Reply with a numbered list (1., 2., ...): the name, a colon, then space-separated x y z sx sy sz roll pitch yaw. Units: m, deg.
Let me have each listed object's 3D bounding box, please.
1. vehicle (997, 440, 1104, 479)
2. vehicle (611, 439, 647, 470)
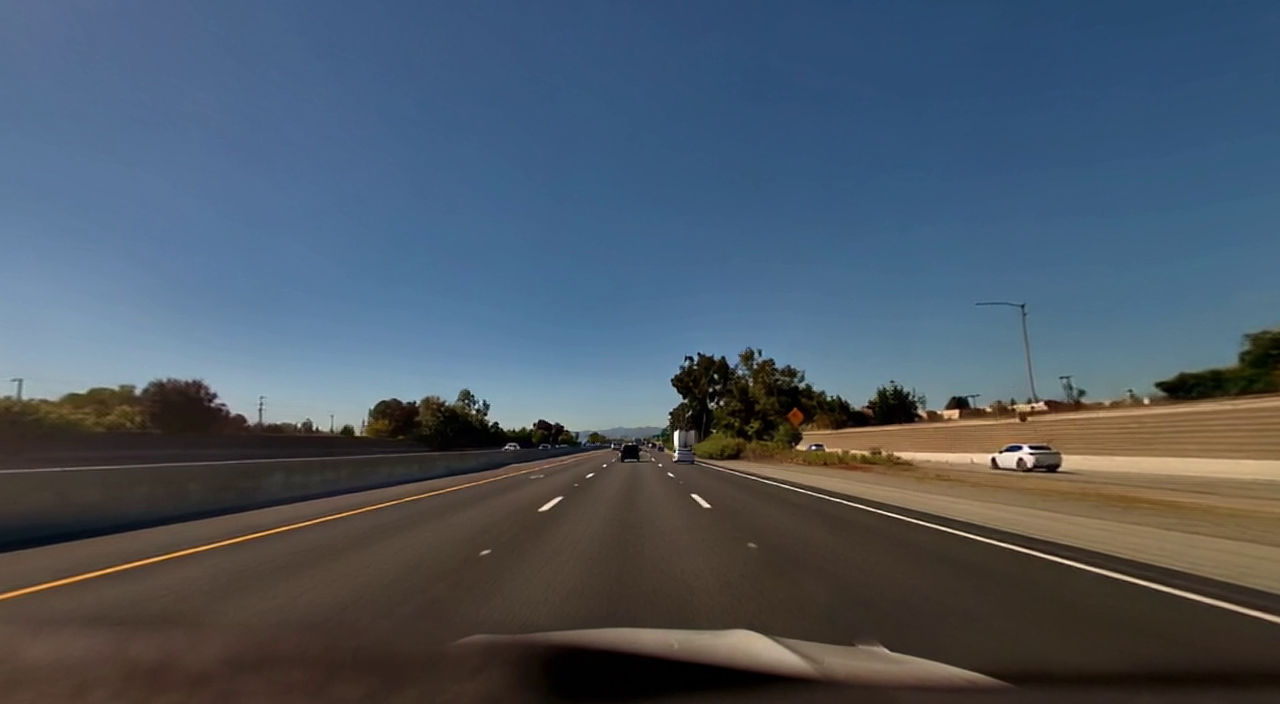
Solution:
1. vehicle: 17.827 4.685 27.730 1.867 1.563 4.436 -1 -9 3
2. vehicle: -0.648 6.258 38.723 2.121 1.739 4.087 0 -9 0
